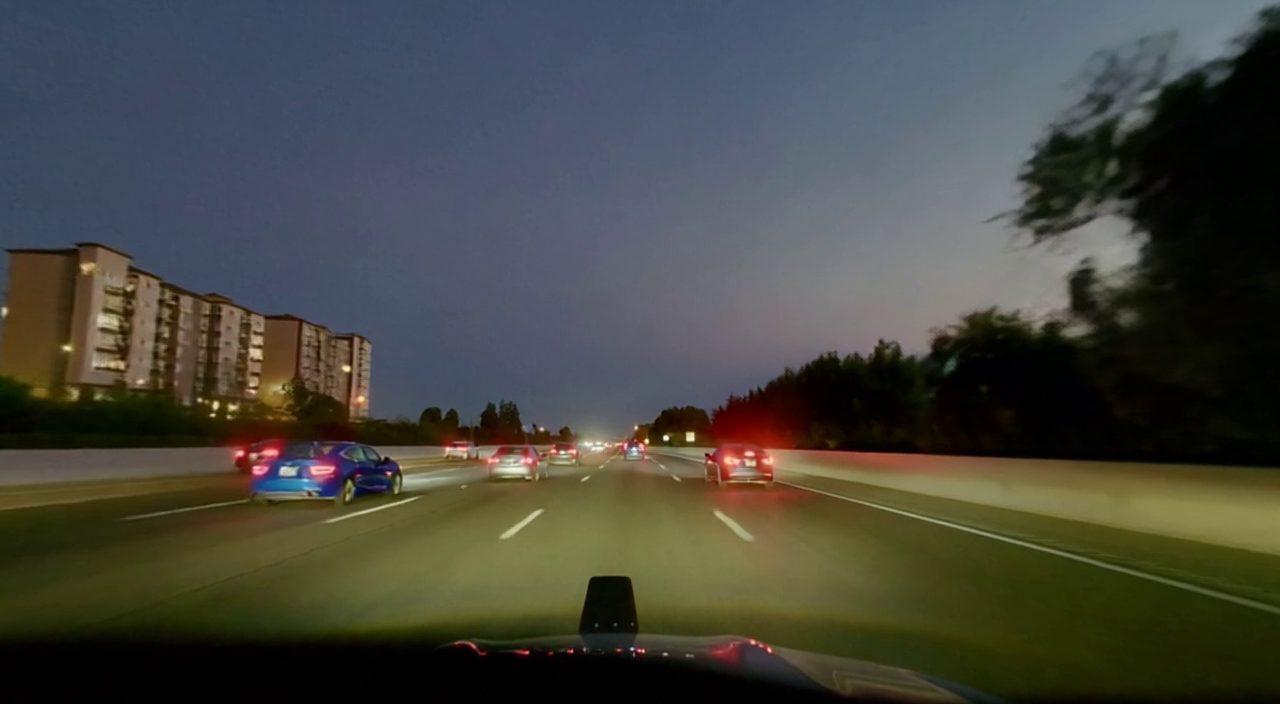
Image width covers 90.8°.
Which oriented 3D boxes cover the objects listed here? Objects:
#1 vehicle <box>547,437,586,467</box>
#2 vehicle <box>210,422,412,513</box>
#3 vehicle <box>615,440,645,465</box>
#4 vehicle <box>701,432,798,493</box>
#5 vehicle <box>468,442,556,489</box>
[{"bbox_3d":[-4.697,6.457,40.920,2.044,1.774,4.329,0,-8,0],"label":"vehicle"},{"bbox_3d":[-7.441,2.660,15.109,2.086,1.776,5.080,0,-8,0],"label":"vehicle"},{"bbox_3d":[-0.693,7.048,44.566,2.053,1.650,3.945,0,-8,-1],"label":"vehicle"},{"bbox_3d":[3.218,3.361,19.544,2.061,1.658,4.417,0,-8,-2],"label":"vehicle"},{"bbox_3d":[-4.228,3.807,21.671,2.124,1.426,4.444,0,-8,0],"label":"vehicle"}]
